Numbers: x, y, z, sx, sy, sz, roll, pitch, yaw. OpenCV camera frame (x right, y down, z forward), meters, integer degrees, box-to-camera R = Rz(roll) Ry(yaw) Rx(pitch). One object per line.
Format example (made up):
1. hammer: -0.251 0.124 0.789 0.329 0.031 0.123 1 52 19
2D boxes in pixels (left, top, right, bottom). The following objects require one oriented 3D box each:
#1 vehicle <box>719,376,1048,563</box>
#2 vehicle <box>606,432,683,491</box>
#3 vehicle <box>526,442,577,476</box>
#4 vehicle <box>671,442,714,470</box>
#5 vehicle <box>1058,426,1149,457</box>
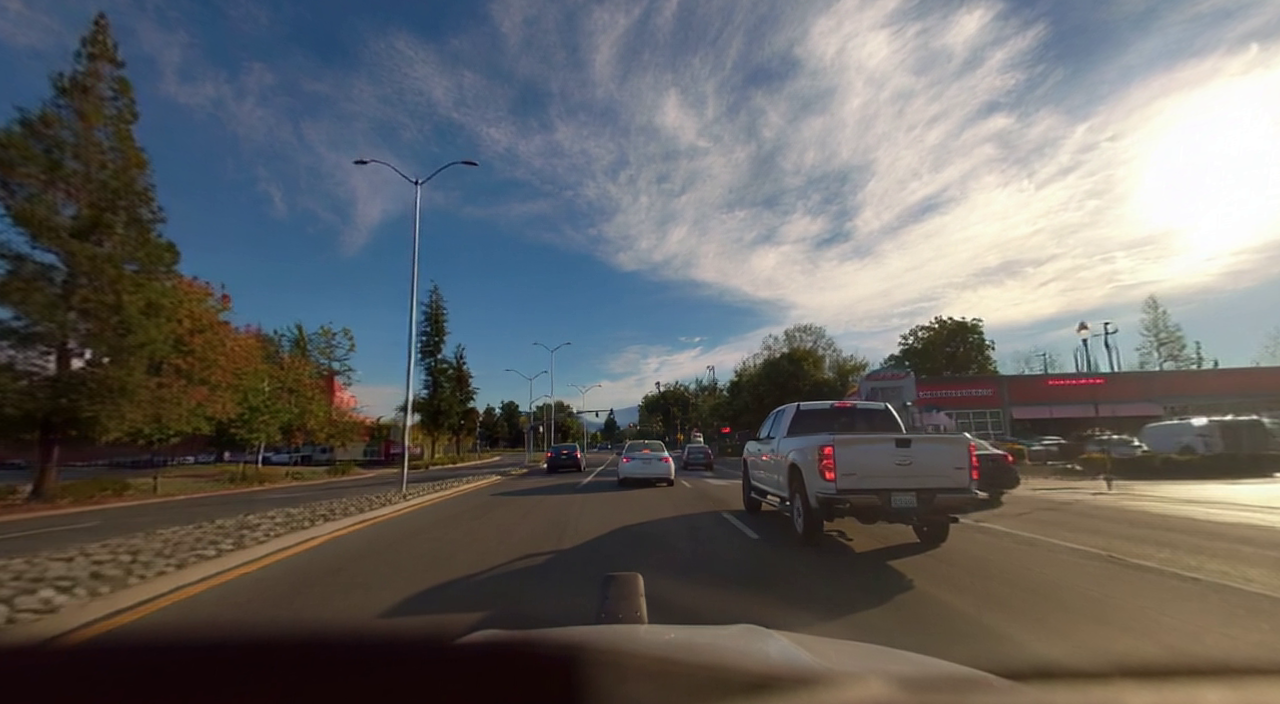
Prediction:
1. vehicle: 3.158 1.779 10.248 2.731 2.101 6.047 1 -9 -2
2. vehicle: 0.078 3.400 19.791 2.145 1.650 4.021 0 -9 -1
3. vehicle: -4.126 5.034 29.939 1.960 1.475 4.161 0 -9 -2
4. vehicle: 2.868 5.862 35.531 1.970 1.464 4.249 0 -9 -1
5. vehicle: 28.720 5.575 39.086 3.992 1.669 1.803 -3 -9 3
